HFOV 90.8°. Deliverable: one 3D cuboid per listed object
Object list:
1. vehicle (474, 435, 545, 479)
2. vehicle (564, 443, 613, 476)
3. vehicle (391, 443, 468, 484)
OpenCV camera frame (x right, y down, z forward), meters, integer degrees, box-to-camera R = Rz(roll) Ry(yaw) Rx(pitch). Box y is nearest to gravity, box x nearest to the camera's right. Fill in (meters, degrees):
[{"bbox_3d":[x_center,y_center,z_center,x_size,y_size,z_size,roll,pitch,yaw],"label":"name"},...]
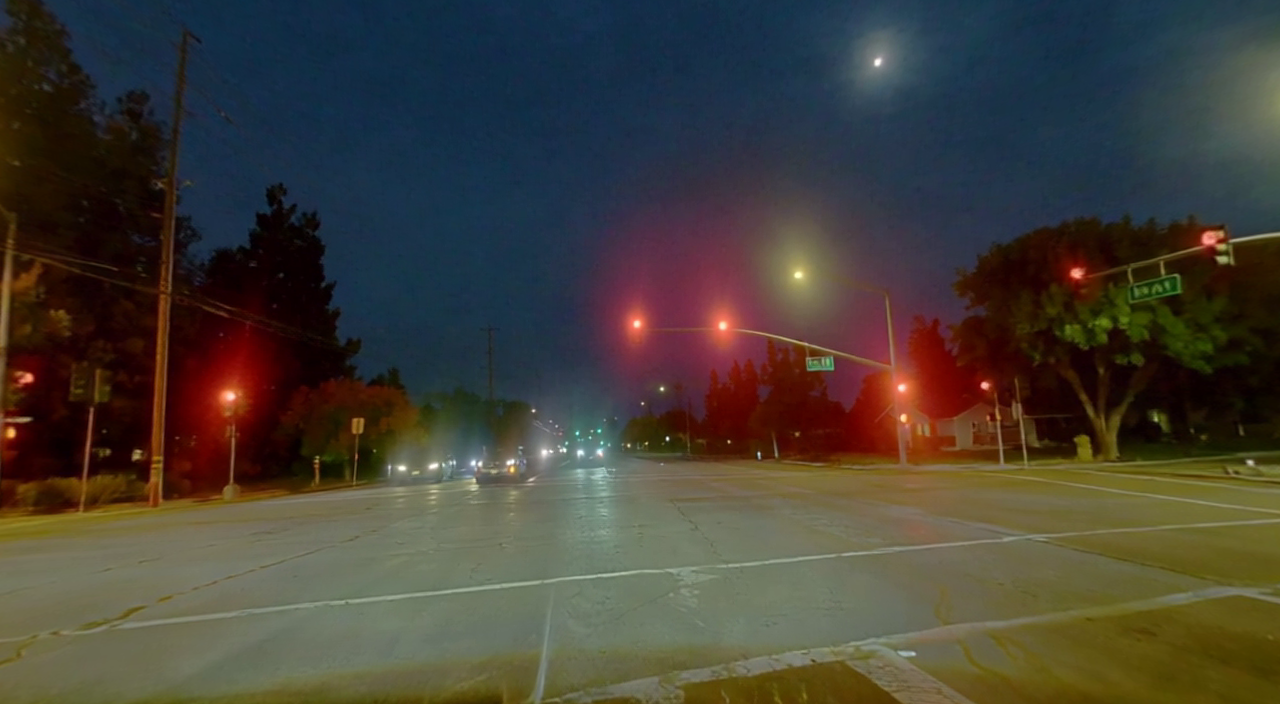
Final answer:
[{"bbox_3d":[-6.401,5.234,31.773,2.479,1.977,5.254,0,-9,-1],"label":"vehicle"},{"bbox_3d":[-2.413,5.218,30.934,2.174,1.477,4.805,0,-9,-2],"label":"vehicle"},{"bbox_3d":[-10.176,5.389,30.977,2.241,1.819,4.690,0,-9,-1],"label":"vehicle"}]
